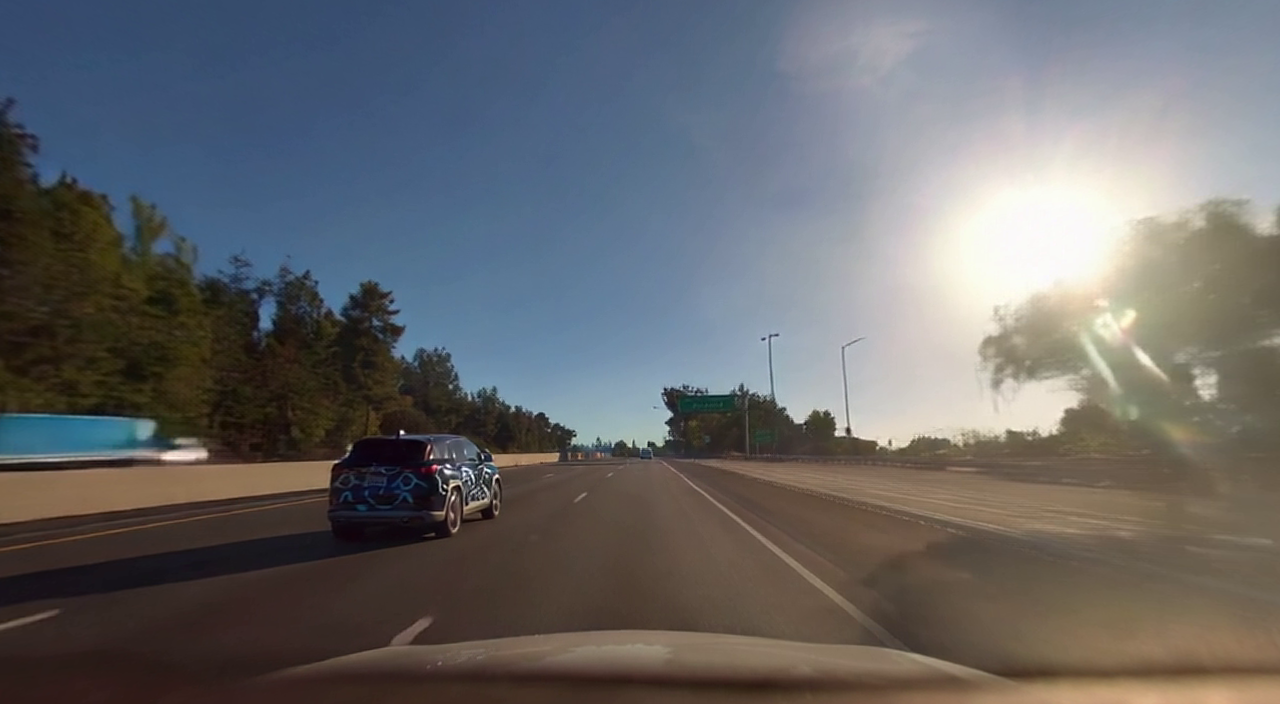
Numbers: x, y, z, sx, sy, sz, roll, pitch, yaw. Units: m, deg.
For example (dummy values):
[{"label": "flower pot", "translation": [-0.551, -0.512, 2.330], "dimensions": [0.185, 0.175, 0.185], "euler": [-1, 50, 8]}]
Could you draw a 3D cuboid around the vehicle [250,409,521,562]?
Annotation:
[{"label": "vehicle", "translation": [-3.502, 1.942, 9.970], "dimensions": [2.183, 1.803, 4.685], "euler": [0, -8, 2]}]

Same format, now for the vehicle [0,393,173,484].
[{"label": "vehicle", "translation": [-28.645, 4.269, 30.878], "dimensions": [2.942, 3.811, 11.015], "euler": [0, -8, 1]}]
